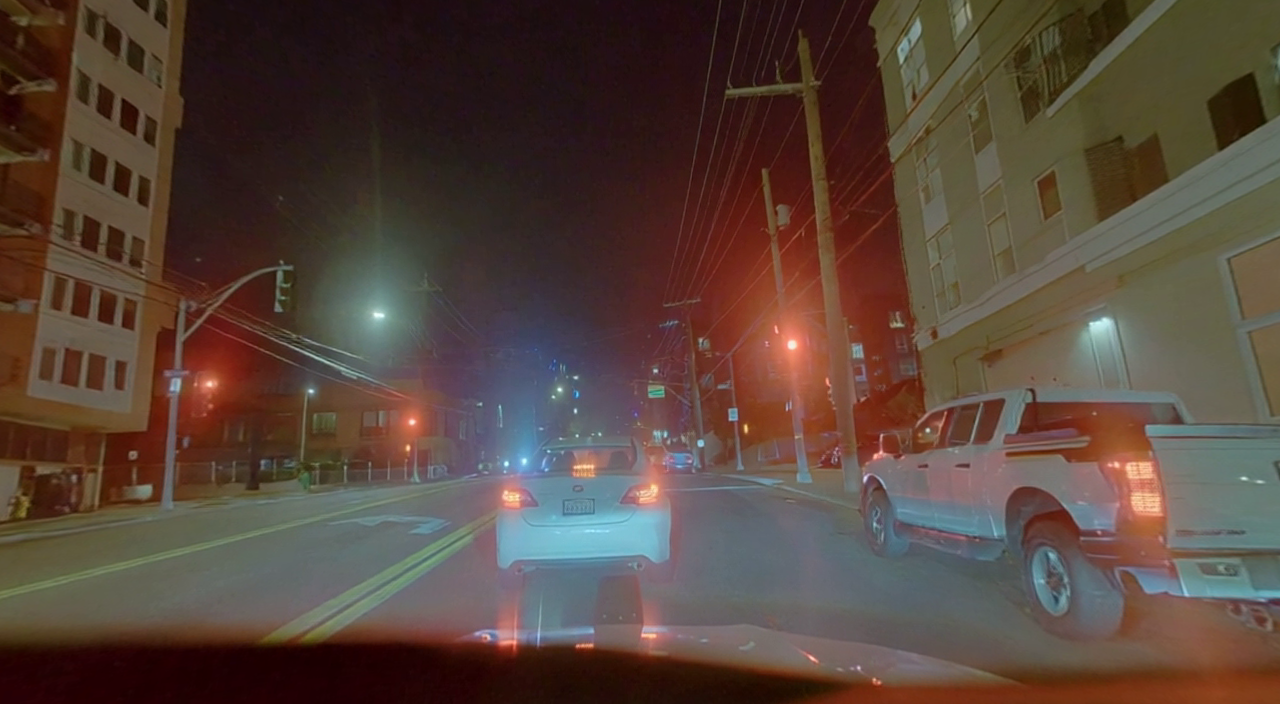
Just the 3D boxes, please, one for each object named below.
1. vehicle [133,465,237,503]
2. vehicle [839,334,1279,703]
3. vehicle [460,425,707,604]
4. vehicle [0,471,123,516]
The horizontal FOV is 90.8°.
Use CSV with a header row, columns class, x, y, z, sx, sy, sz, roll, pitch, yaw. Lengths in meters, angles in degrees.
class,x,y,z,sx,sy,sz,roll,pitch,yaw
vehicle,-25.386,7.371,35.346,4.337,1.739,1.981,-5,-11,1
vehicle,3.820,1.230,5.912,2.248,1.945,5.011,0,-8,0
vehicle,-0.490,1.642,7.311,2.019,1.453,4.129,0,-8,-1
vehicle,-24.780,6.032,26.975,3.891,1.538,1.698,-5,-11,0
